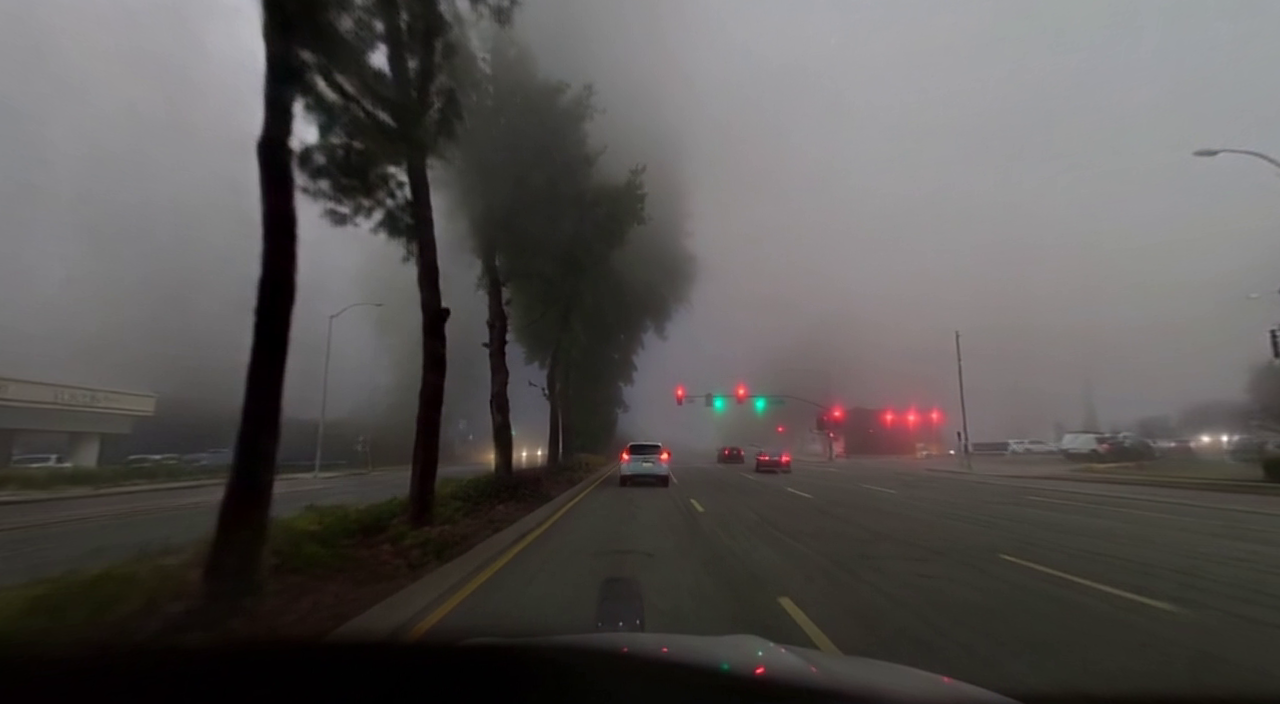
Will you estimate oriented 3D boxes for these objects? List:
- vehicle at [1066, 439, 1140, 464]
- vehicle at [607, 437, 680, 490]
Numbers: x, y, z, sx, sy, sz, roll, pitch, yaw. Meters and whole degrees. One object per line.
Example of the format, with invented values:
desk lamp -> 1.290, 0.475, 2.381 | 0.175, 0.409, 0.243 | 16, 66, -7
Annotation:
vehicle -> 32.123, 6.896, 43.991 | 1.873, 1.588, 4.133 | -2, -8, -1
vehicle -> 0.089, 3.476, 19.968 | 2.064, 1.477, 3.968 | 0, -9, 0
